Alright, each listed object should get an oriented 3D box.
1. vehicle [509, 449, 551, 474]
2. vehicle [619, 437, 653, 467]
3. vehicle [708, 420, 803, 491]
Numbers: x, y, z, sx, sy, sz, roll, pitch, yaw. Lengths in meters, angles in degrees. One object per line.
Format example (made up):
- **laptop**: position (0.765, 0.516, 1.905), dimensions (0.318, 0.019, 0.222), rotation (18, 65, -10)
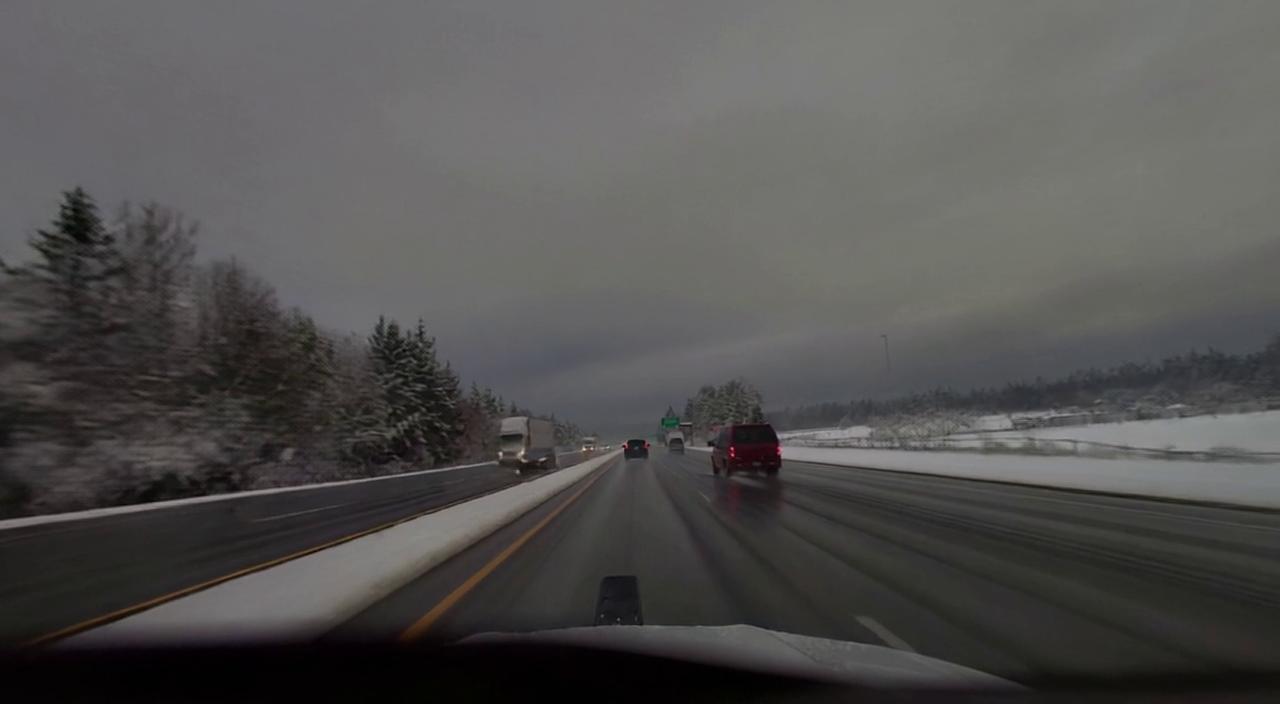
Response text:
- **vehicle**: position (-7.028, 7.064, 40.707), dimensions (1.901, 1.462, 4.439), rotation (0, -9, 0)
- **vehicle**: position (-0.278, 6.833, 43.009), dimensions (2.192, 1.912, 4.524), rotation (0, -9, -1)
- **vehicle**: position (3.537, 3.278, 20.187), dimensions (1.981, 1.984, 4.623), rotation (0, -9, -2)
